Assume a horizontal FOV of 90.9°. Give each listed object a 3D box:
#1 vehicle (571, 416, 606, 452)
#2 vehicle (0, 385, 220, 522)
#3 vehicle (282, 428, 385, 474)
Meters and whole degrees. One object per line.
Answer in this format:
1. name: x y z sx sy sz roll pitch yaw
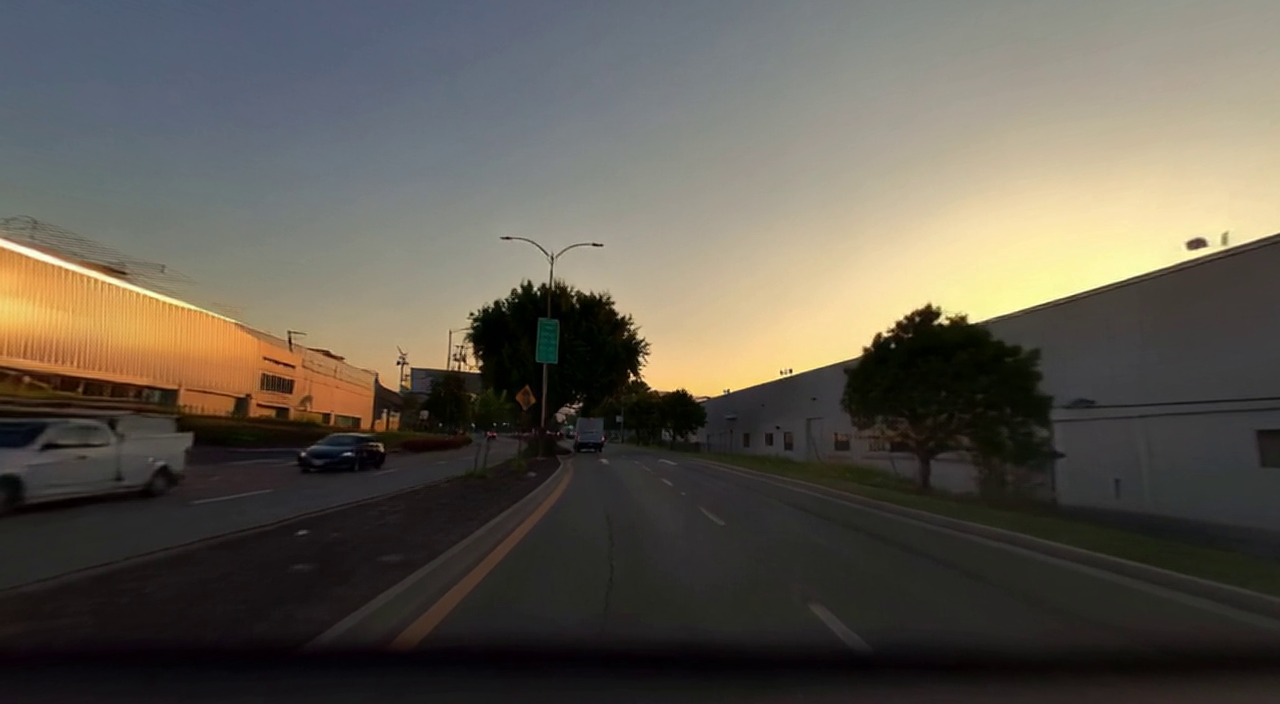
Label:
1. vehicle: -4.130 6.472 49.537 2.276 2.706 5.232 1 -8 -9
2. vehicle: -10.326 1.758 11.247 2.198 1.916 5.296 1 -8 -3
3. vehicle: -11.016 3.586 23.014 1.897 1.515 3.986 1 -8 -3
